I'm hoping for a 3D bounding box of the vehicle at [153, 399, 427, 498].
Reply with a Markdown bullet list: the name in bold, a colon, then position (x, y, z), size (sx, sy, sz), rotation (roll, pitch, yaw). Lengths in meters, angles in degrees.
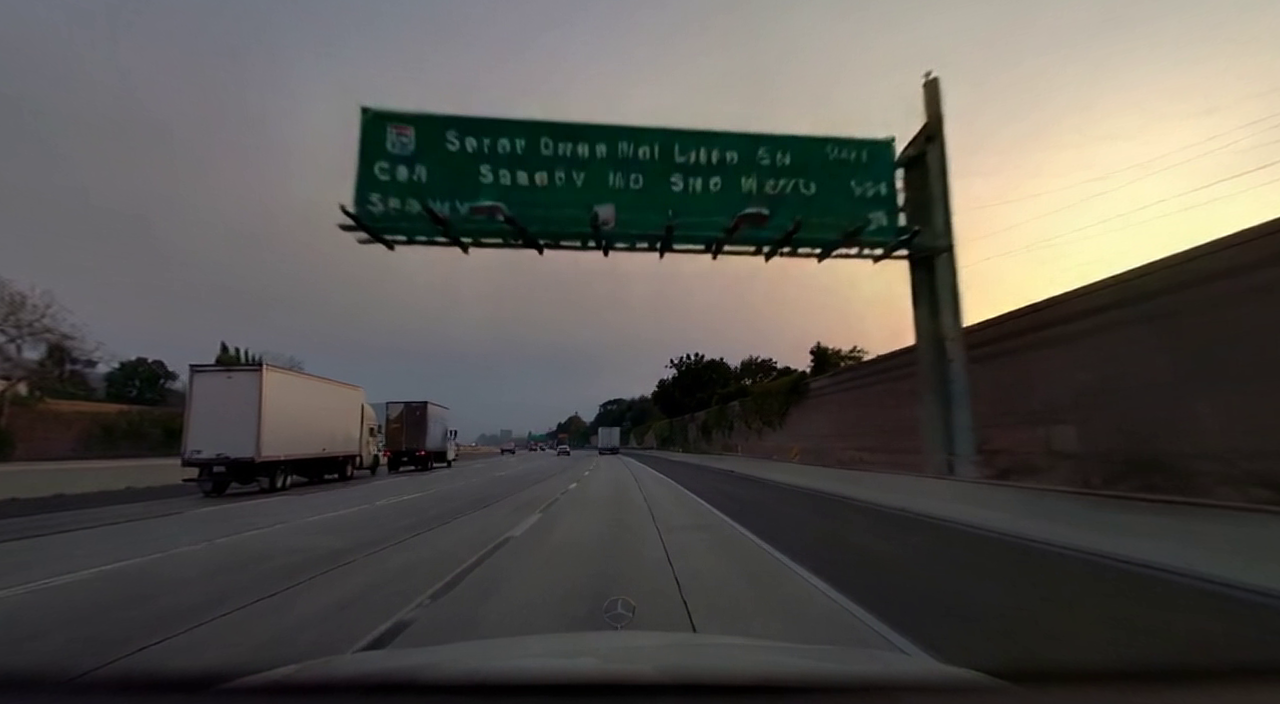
- **vehicle**: position (-12.012, 3.716, 24.622), size (3.270, 2.674, 14.547), rotation (0, -8, -3)
